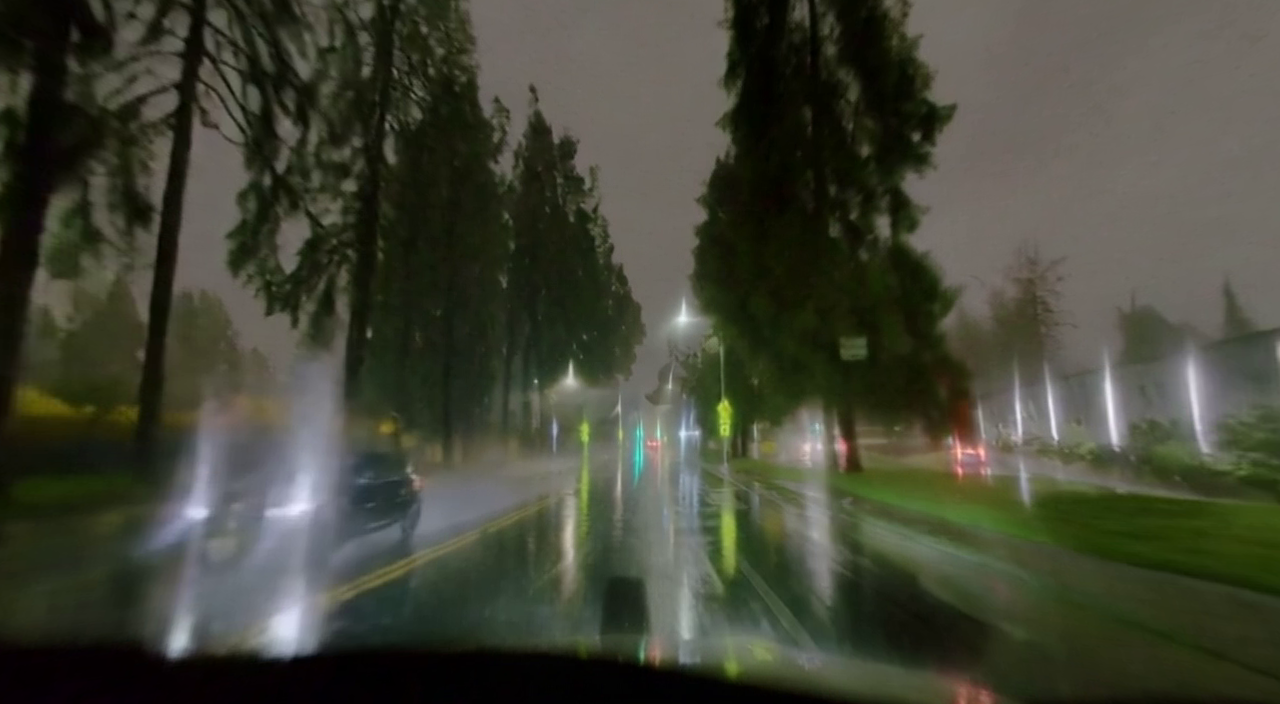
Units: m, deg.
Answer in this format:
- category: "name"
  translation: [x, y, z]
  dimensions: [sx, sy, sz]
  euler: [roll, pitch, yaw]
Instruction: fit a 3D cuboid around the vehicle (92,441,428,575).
- category: "vehicle"
  translation: [-4.657, 1.919, 8.597]
  dimensions: [1.923, 1.366, 3.965]
  euler: [-1, -8, 4]
